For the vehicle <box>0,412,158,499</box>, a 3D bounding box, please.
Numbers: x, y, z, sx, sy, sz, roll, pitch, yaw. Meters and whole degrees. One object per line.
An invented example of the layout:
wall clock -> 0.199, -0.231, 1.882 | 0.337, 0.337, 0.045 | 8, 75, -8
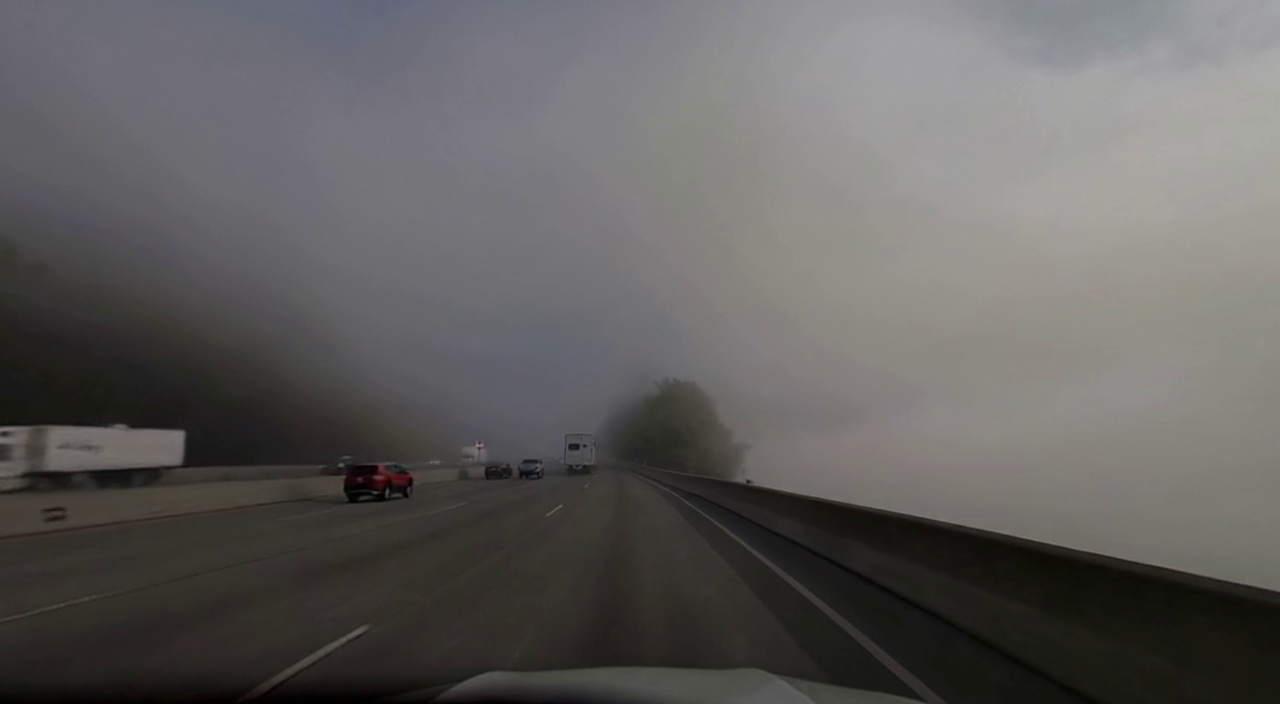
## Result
vehicle -> -25.195, 4.420, 27.317 | 2.618, 3.213, 7.693 | 0, -9, -2

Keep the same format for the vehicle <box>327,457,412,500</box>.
vehicle -> -12.501, 5.844, 29.514 | 2.005, 1.774, 4.610 | 0, -9, -1
